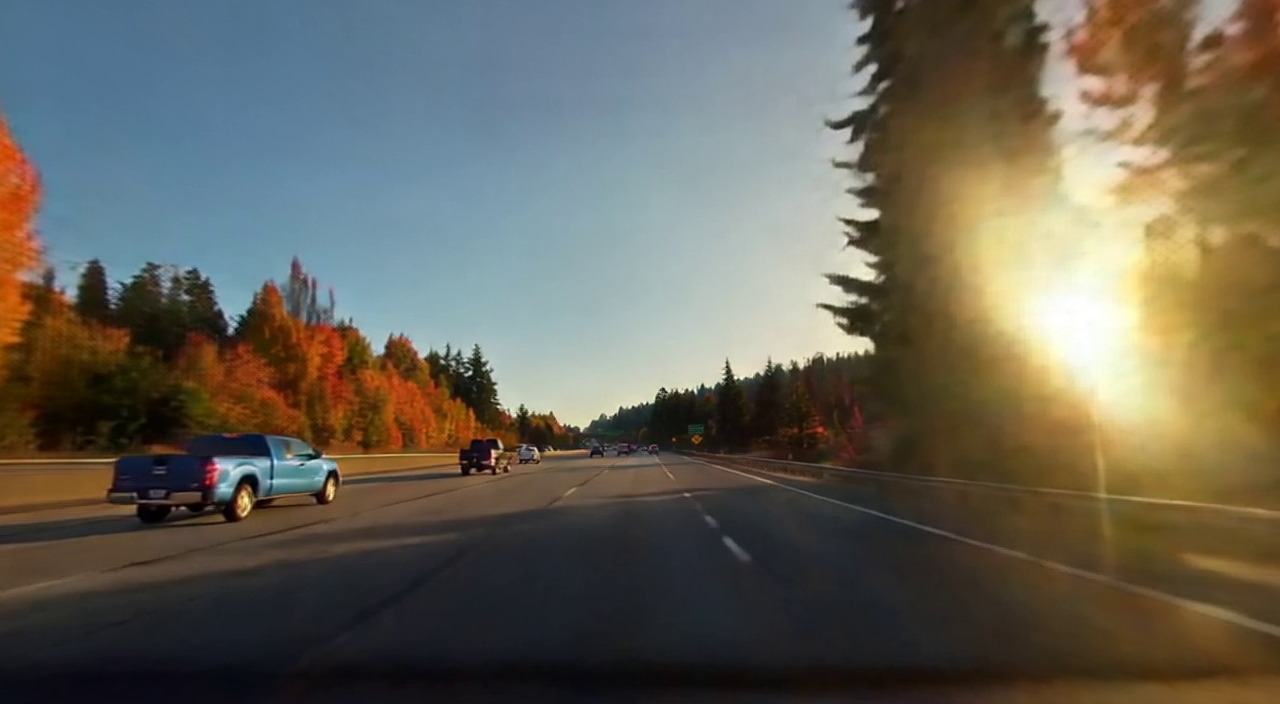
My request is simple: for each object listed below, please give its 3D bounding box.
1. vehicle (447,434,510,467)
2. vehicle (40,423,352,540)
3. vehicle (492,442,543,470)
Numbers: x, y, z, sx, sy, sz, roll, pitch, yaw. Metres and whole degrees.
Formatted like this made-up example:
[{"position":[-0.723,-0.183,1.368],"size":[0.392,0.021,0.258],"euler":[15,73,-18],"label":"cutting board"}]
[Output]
[{"position":[-10.318,6.339,40.732],"size":[2.347,1.984,5.778],"euler":[0,-8,2],"label":"vehicle"},{"position":[-7.147,2.113,10.994],"size":[1.965,1.567,4.686],"euler":[0,-8,1],"label":"vehicle"},{"position":[-6.792,5.810,35.444],"size":[1.919,1.499,4.234],"euler":[0,-8,1],"label":"vehicle"}]
